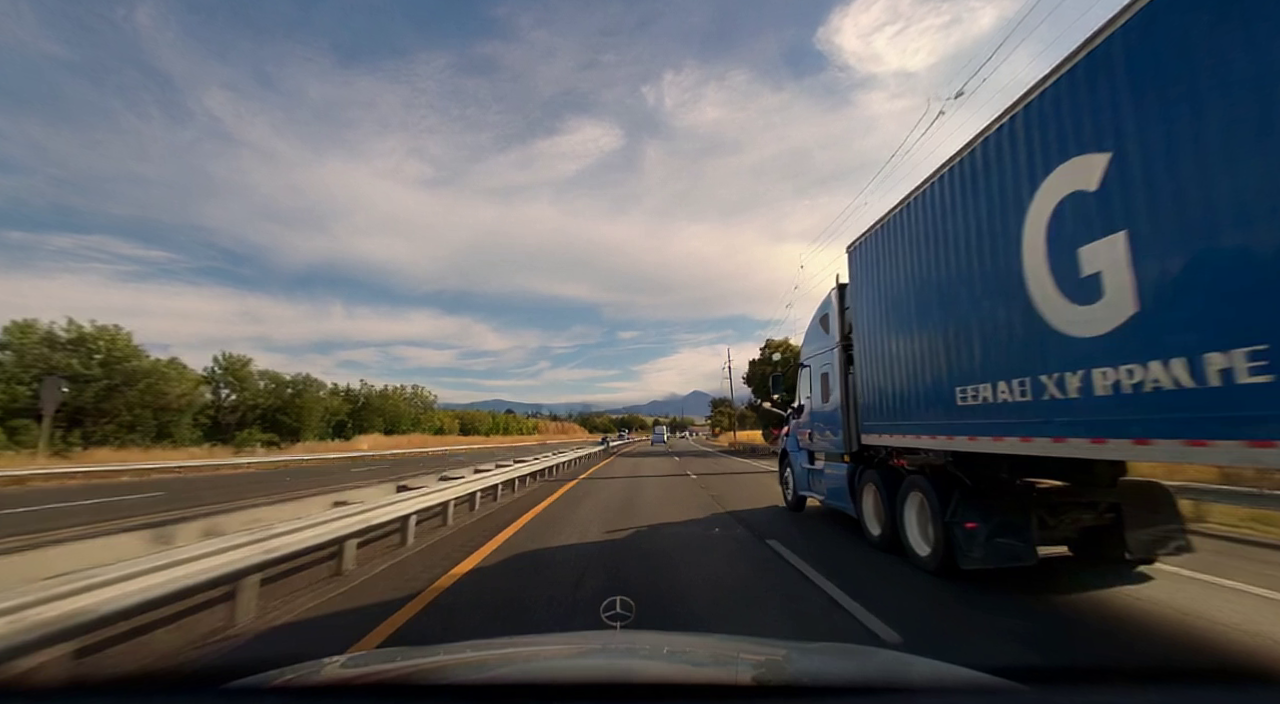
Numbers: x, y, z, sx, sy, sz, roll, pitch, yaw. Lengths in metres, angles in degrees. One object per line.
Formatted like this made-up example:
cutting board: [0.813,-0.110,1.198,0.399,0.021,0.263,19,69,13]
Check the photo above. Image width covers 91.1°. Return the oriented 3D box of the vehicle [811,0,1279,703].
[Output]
vehicle: [4.029,-0.365,2.281,3.013,4.076,13.783,0,-8,0]
